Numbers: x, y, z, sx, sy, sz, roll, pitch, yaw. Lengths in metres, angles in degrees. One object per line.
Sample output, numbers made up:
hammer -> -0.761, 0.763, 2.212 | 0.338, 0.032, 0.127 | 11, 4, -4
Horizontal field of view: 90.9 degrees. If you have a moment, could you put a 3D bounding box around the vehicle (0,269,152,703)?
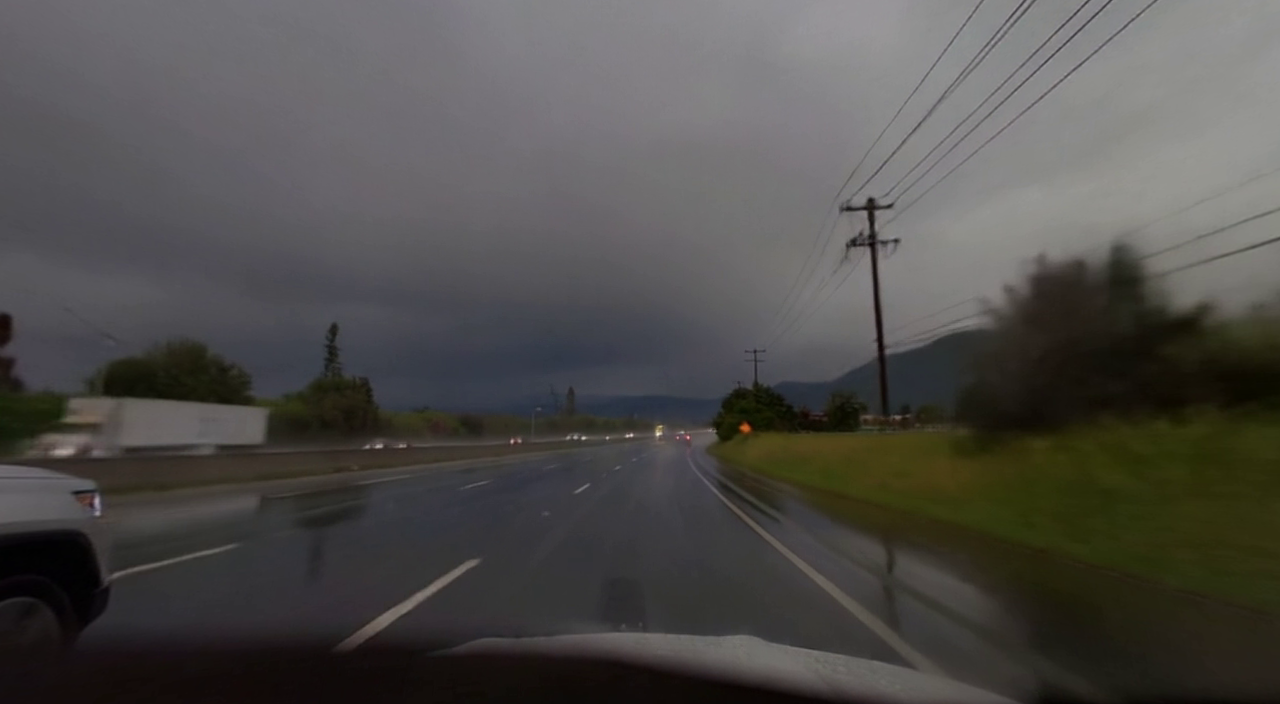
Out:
vehicle -> -3.590, 0.403, 0.613 | 2.136, 1.975, 5.037 | 0, -8, 0

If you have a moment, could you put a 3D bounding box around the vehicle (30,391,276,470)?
vehicle -> -28.733, 5.017, 39.045 | 3.156, 3.925, 14.556 | -1, -8, 2
